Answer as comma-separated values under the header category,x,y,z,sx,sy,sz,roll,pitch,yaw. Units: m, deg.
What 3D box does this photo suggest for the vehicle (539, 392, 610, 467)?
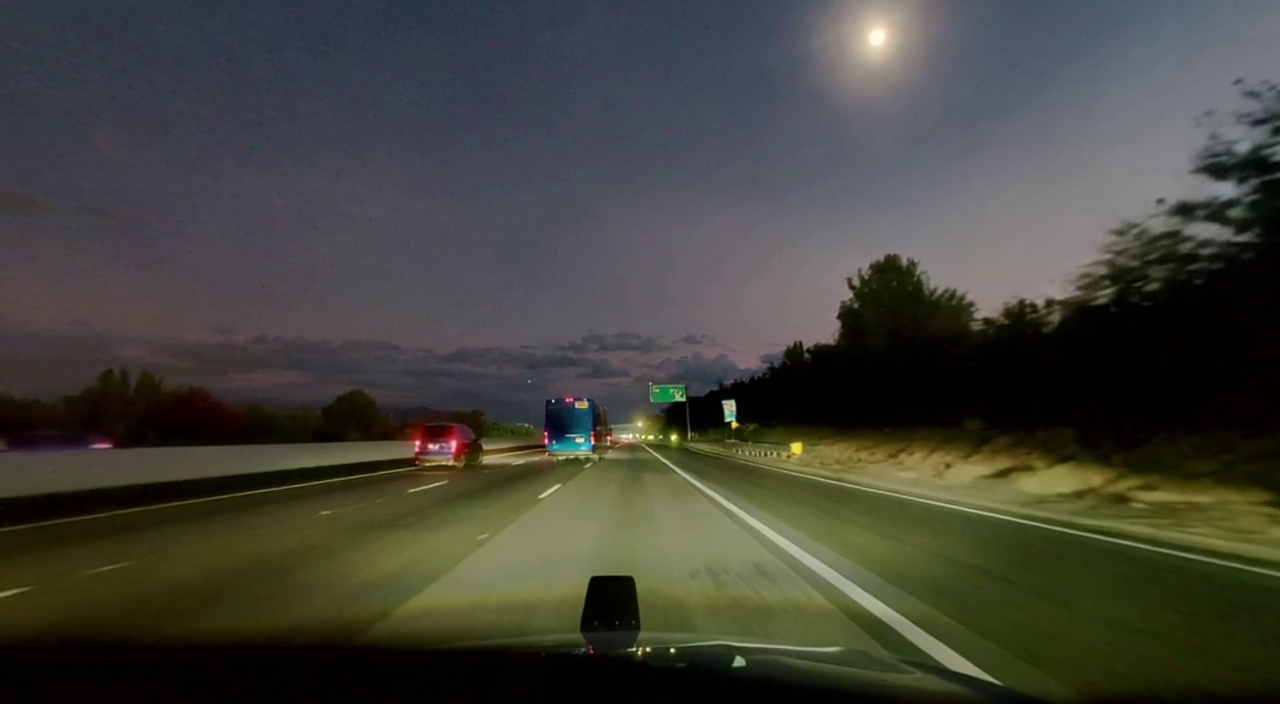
category,x,y,z,sx,sy,sz,roll,pitch,yaw
vehicle,-3.034,3.893,31.433,2.676,3.269,7.388,0,-7,1

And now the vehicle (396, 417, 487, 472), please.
category,x,y,z,sx,sy,sz,roll,pitch,yaw
vehicle,-7.366,3.466,23.871,2.045,1.873,4.202,0,-7,0
